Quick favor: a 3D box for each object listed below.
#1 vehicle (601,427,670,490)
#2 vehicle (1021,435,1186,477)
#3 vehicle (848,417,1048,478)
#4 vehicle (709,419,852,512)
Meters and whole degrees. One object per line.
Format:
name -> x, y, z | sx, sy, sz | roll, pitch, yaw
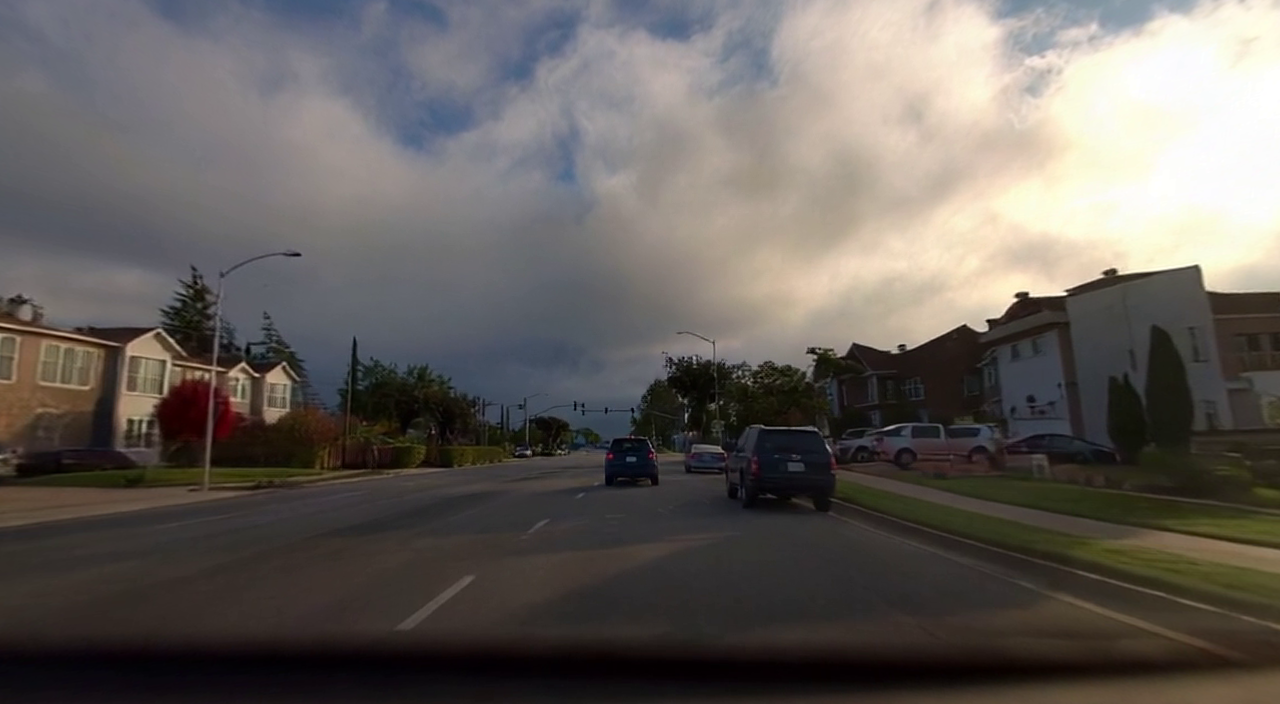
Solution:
vehicle -> -0.181, 3.478, 20.867 | 1.994, 1.810, 5.057 | 0, -9, -1
vehicle -> 16.294, 3.667, 22.295 | 4.317, 1.420, 1.828 | 0, -9, 1
vehicle -> 10.629, 3.354, 22.099 | 5.709, 2.017, 2.435 | 0, -9, -2
vehicle -> 3.225, 2.761, 15.780 | 2.416, 1.922, 5.023 | 0, -9, 0
